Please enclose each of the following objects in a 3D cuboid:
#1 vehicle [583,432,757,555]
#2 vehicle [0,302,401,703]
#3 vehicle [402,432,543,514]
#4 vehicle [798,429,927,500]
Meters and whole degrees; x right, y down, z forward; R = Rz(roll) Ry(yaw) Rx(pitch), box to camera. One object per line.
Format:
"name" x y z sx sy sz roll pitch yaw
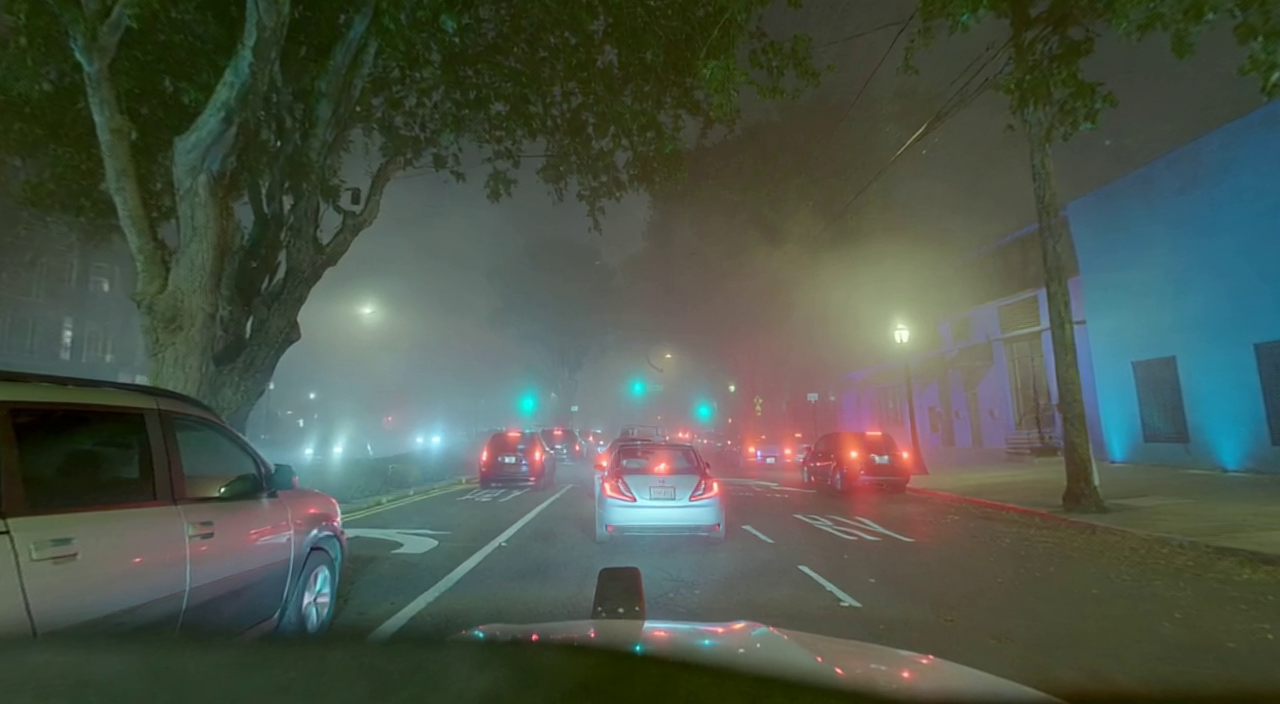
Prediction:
"vehicle" 0.270 1.991 9.574 2.095 1.438 3.843 0 -9 -3
"vehicle" -3.269 0.932 3.398 2.152 1.802 4.628 0 -9 0
"vehicle" -3.508 2.616 14.204 1.901 1.522 4.556 0 -9 0
"vehicle" 6.335 3.251 18.661 2.025 1.808 4.579 0 -9 -2
